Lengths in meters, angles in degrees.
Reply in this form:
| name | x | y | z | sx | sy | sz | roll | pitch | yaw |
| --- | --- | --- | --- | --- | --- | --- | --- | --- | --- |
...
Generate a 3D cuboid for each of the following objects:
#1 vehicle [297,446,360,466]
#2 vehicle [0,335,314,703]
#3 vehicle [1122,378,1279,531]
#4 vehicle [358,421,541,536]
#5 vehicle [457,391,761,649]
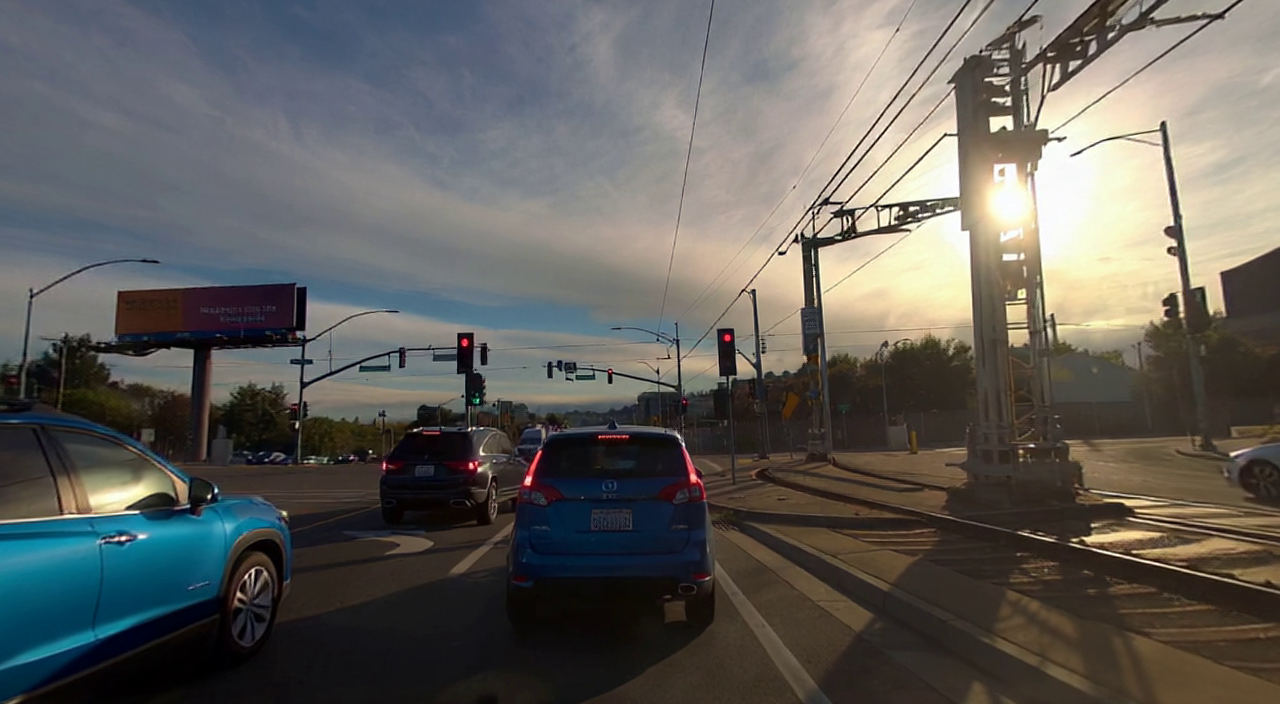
| name | x | y | z | sx | sy | sz | roll | pitch | yaw |
| --- | --- | --- | --- | --- | --- | --- | --- | --- | --- |
| vehicle | -24.207 | 8.070 | 49.089 | 4.357 | 1.444 | 1.842 | -3 | -9 | 19 |
| vehicle | -3.924 | 0.860 | 2.978 | 2.052 | 1.814 | 5.184 | 0 | -9 | -1 |
| vehicle | 9.588 | 1.312 | 8.197 | 5.060 | 1.702 | 2.033 | 1 | -9 | -4 |
| vehicle | -3.151 | 2.187 | 11.521 | 1.988 | 1.678 | 4.317 | 0 | -9 | 0 |
| vehicle | -0.216 | 1.398 | 6.136 | 2.025 | 1.723 | 3.644 | 0 | -9 | 0 |
